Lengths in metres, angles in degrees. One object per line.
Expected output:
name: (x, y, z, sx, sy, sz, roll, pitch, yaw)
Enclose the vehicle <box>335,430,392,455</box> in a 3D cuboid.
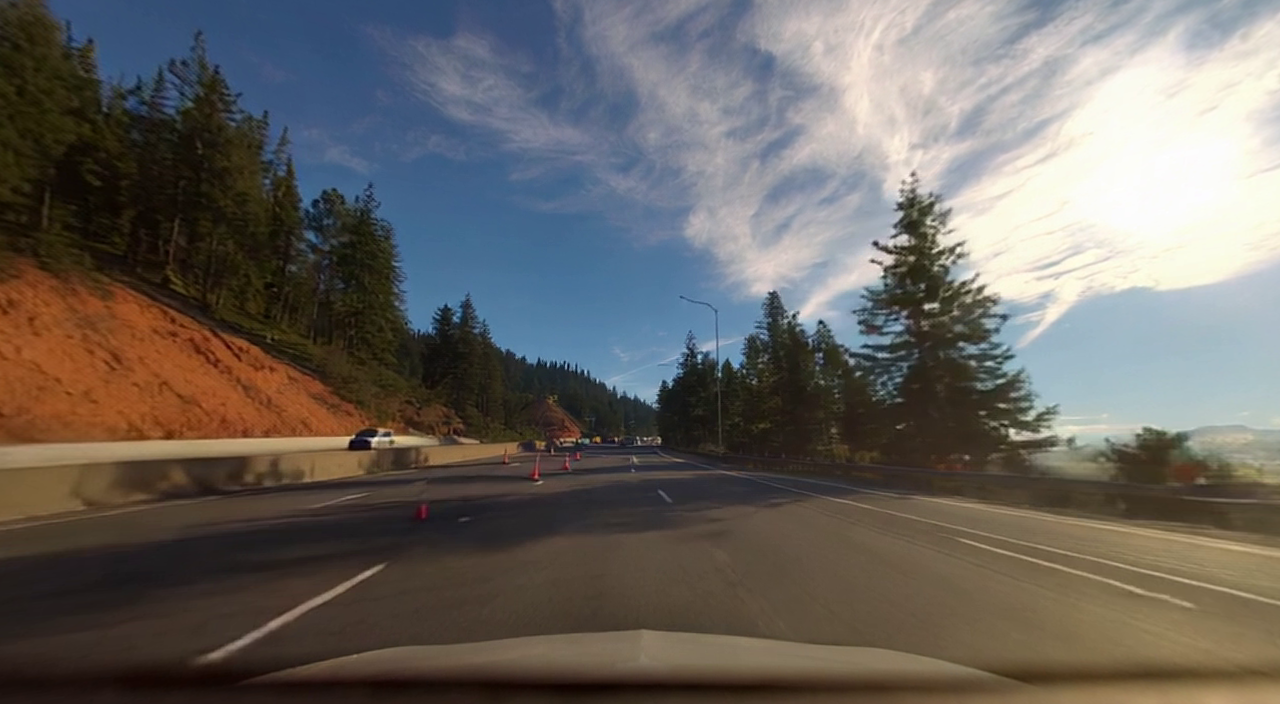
vehicle: (-19.527, 6.432, 44.723, 1.952, 1.661, 4.651, 0, -9, 0)
